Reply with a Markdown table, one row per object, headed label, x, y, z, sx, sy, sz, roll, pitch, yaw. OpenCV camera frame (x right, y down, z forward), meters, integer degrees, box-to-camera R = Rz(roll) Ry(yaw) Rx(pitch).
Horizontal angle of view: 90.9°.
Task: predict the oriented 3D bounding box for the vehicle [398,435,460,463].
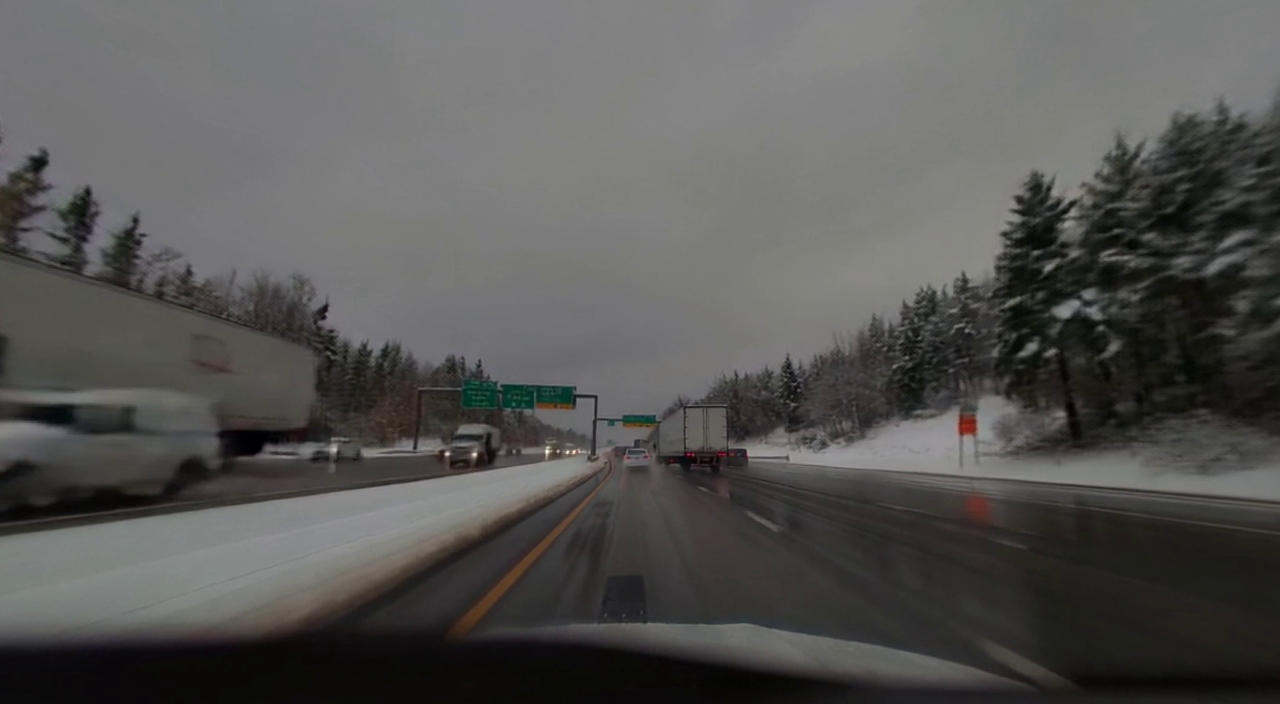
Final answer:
| label | x | y | z | sx | sy | sz | roll | pitch | yaw |
| --- | --- | --- | --- | --- | --- | --- | --- | --- | --- |
| vehicle | -11.844 | 5.488 | 35.689 | 1.979 | 1.491 | 4.502 | 0 | -9 | -1 |

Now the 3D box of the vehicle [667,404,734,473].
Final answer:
| label | x | y | z | sx | sy | sz | roll | pitch | yaw |
| --- | --- | --- | --- | --- | --- | --- | --- | --- | --- |
| vehicle | 3.837 | 6.106 | 43.701 | 2.931 | 4.009 | 12.800 | 0 | -9 | -2 |

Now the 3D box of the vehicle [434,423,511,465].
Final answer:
| label | x | y | z | sx | sy | sz | roll | pitch | yaw |
| --- | --- | --- | --- | --- | --- | --- | --- | --- | --- |
| vehicle | -7.576 | 4.279 | 29.103 | 2.099 | 1.725 | 5.303 | 0 | -9 | 0 |

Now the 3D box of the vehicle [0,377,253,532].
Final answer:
| label | x | y | z | sx | sy | sz | roll | pitch | yaw |
| --- | --- | --- | --- | --- | --- | --- | --- | --- | --- |
| vehicle | -7.212 | 1.190 | 7.353 | 1.993 | 1.486 | 5.318 | 0 | -9 | 0 |

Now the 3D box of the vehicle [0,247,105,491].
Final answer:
| label | x | y | z | sx | sy | sz | roll | pitch | yaw |
| --- | --- | --- | --- | --- | --- | --- | --- | --- | --- |
| vehicle | -11.731 | -0.257 | 6.622 | 2.937 | 3.843 | 10.296 | 0 | -9 | 1 |

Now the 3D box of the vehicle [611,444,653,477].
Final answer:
| label | x | y | z | sx | sy | sz | roll | pitch | yaw |
| --- | --- | --- | --- | --- | --- | --- | --- | --- | --- |
| vehicle | -0.443 | 5.786 | 33.752 | 2.111 | 1.599 | 3.859 | 0 | -9 | -1 |
